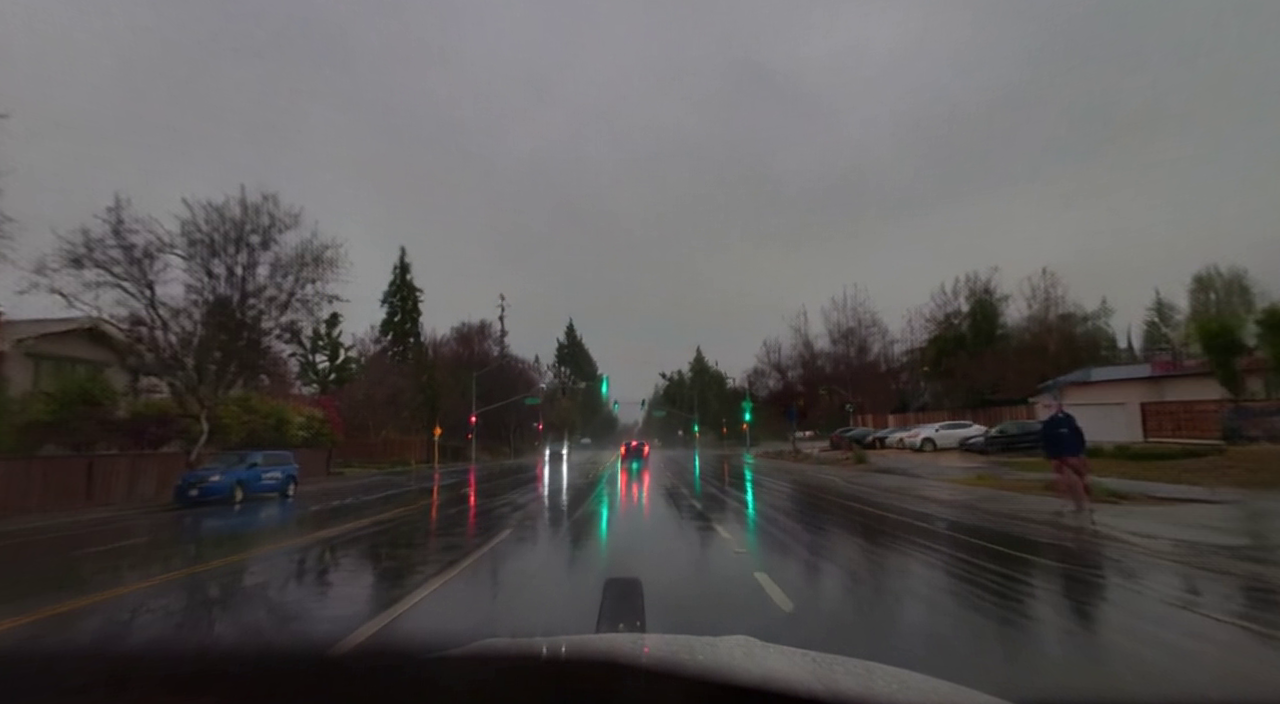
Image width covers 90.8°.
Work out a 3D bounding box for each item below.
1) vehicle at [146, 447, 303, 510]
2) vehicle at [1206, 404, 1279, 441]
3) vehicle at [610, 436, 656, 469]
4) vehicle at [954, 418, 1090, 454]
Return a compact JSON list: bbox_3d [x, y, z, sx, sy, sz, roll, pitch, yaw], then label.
[{"bbox_3d":[-12.996,3.946,20.192,1.957,1.754,4.393,0,-9,1],"label":"vehicle"},{"bbox_3d":[28.322,3.126,28.016,4.532,1.545,1.940,-1,-9,-1],"label":"vehicle"},{"bbox_3d":[-0.330,4.854,30.686,2.104,1.462,3.991,0,-9,0],"label":"vehicle"},{"bbox_3d":[16.721,3.705,27.804,4.658,1.495,1.978,0,-9,0],"label":"vehicle"}]
